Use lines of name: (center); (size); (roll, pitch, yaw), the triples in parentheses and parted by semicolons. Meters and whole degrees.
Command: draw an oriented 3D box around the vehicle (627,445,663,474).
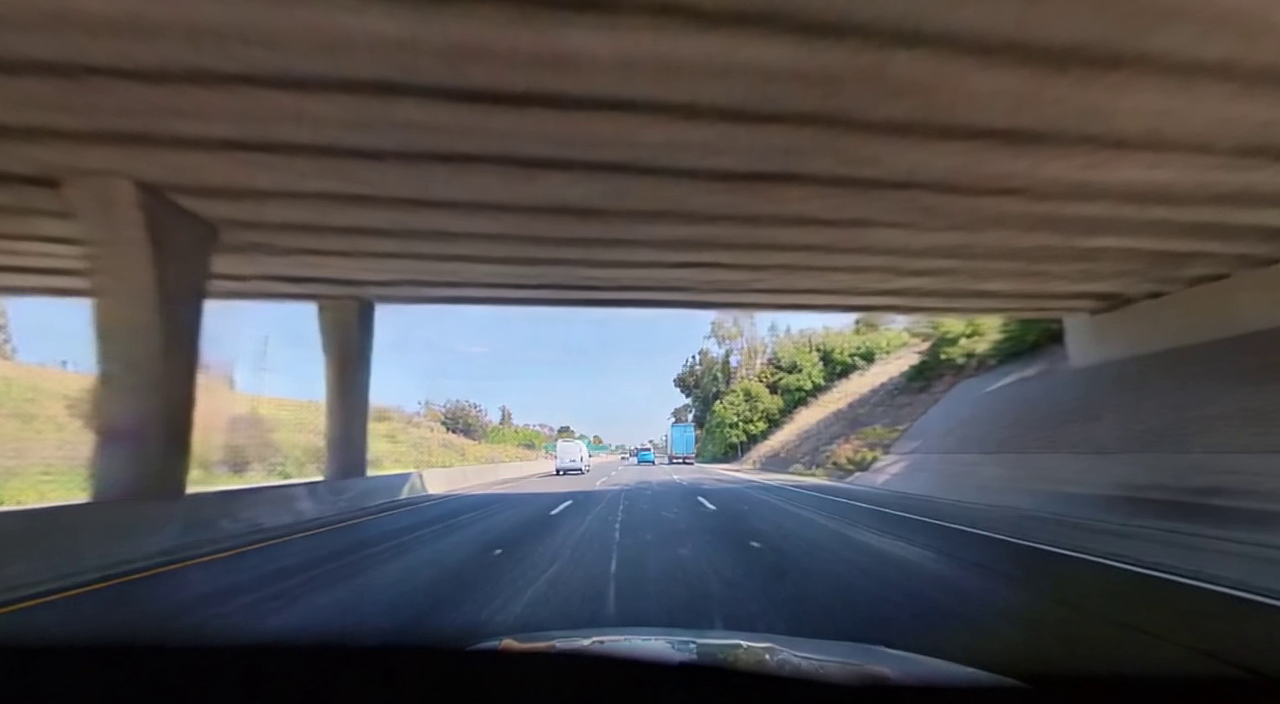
vehicle: (0.336, 6.957, 40.845); (2.166, 1.747, 4.299); (0, -9, 1)

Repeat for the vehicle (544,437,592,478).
vehicle: (-3.778, 5.700, 34.084); (1.955, 2.004, 4.792); (0, -9, 1)
